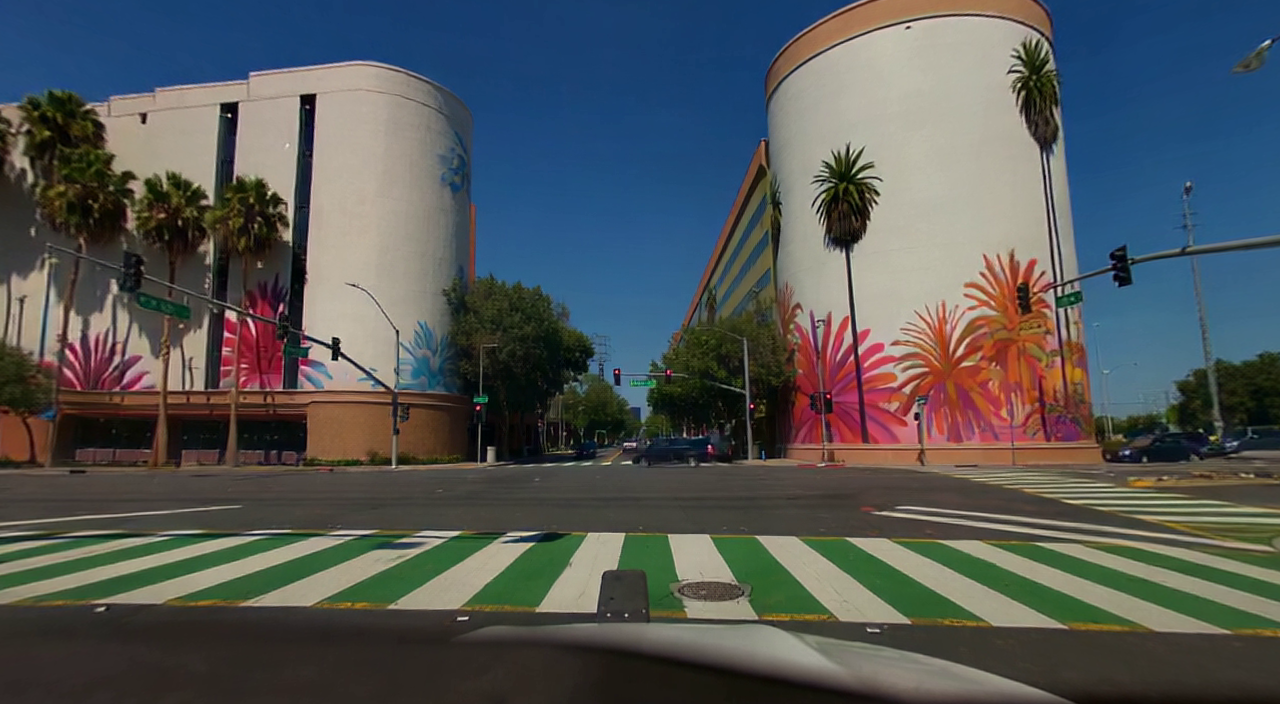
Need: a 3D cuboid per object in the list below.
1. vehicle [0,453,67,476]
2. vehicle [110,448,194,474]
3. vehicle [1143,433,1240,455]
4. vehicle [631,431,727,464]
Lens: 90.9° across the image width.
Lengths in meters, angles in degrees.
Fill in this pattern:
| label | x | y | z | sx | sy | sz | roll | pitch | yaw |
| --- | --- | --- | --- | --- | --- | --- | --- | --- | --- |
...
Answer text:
| label | x | y | z | sx | sy | sz | roll | pitch | yaw |
| --- | --- | --- | --- | --- | --- | --- | --- | --- | --- |
| vehicle | -41.665 | 7.603 | 42.778 | 3.698 | 1.508 | 1.779 | 0 | -8 | 1 |
| vehicle | -33.074 | 7.398 | 42.760 | 4.136 | 1.661 | 1.857 | 0 | -8 | 1 |
| vehicle | 36.033 | 6.026 | 41.249 | 4.606 | 1.449 | 1.687 | 0 | -8 | 2 |
| vehicle | 2.265 | 5.654 | 37.311 | 5.477 | 1.880 | 2.125 | 0 | -8 | 1 |
